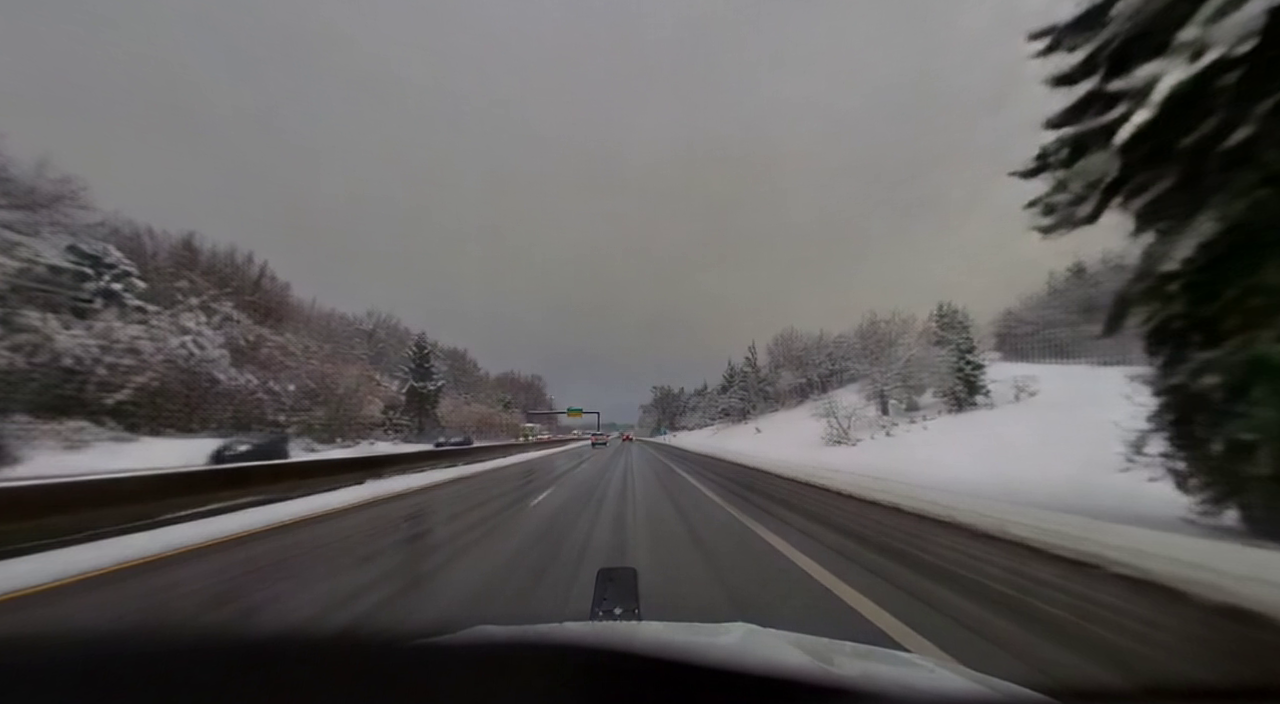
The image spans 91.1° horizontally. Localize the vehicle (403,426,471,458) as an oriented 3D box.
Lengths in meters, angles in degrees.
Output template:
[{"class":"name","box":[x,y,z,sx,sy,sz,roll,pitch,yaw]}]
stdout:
[{"class":"vehicle","box":[-12.106,5.416,37.974,2.233,1.788,5.640,0,-8,-1]}]
